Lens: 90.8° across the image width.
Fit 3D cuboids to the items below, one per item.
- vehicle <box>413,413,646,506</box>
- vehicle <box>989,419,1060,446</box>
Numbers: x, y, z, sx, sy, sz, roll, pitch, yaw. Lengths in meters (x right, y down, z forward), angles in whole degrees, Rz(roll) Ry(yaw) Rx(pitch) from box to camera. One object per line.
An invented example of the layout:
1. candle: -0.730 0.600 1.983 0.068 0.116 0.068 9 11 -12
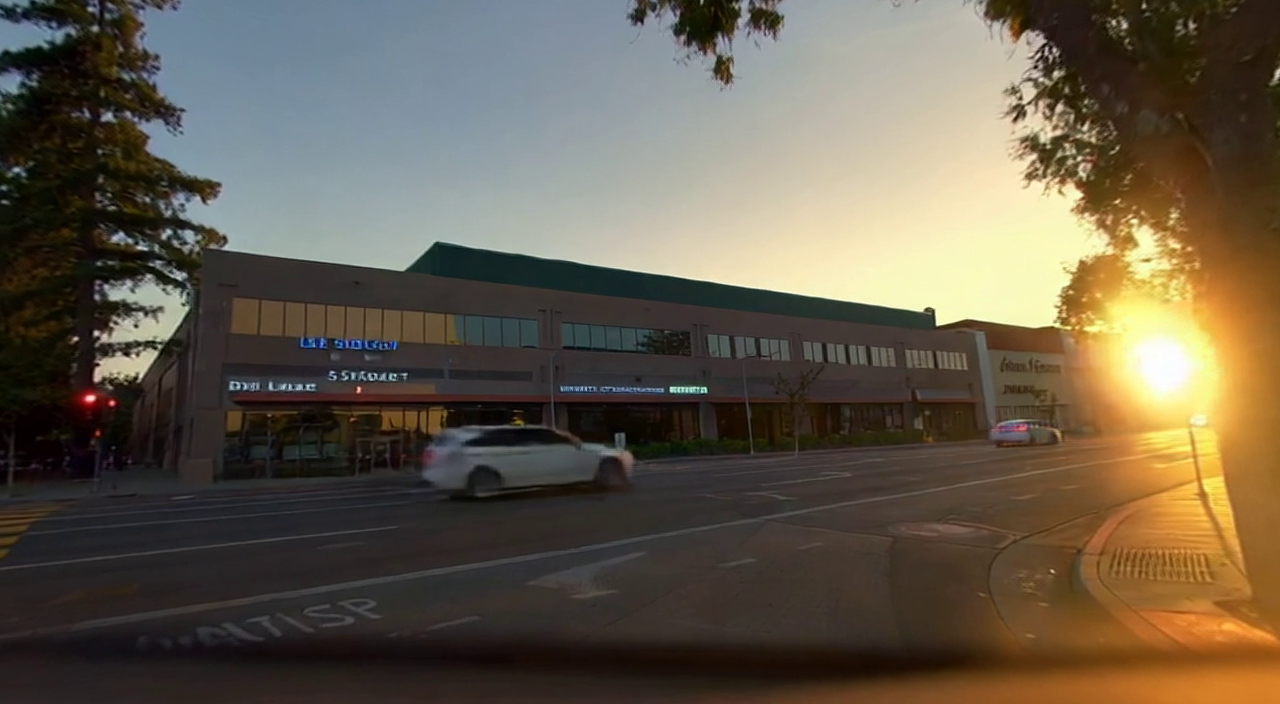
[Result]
1. vehicle: -2.106 2.110 12.682 4.182 1.536 1.885 7 -11 -37
2. vehicle: 21.838 4.613 35.842 4.442 1.458 1.902 7 -11 -38
